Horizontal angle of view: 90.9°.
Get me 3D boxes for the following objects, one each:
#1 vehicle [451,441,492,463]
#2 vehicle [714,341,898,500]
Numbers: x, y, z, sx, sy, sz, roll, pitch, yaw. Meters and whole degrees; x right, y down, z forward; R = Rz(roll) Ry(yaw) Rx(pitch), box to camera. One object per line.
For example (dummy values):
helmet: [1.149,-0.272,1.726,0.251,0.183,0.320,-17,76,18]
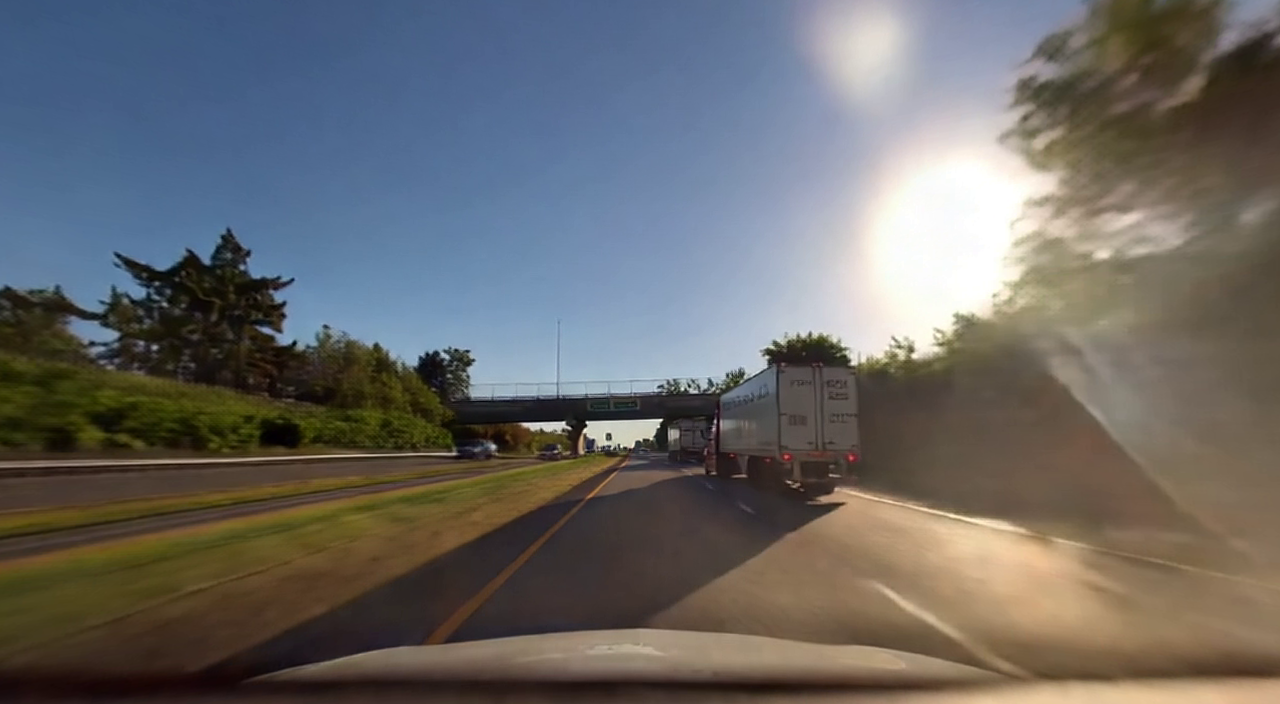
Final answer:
vehicle: [-11.583,6.906,43.580,1.794,1.456,3.754,0,-9,1]
vehicle: [5.061,2.828,23.316,2.929,4.093,14.258,0,-9,0]
